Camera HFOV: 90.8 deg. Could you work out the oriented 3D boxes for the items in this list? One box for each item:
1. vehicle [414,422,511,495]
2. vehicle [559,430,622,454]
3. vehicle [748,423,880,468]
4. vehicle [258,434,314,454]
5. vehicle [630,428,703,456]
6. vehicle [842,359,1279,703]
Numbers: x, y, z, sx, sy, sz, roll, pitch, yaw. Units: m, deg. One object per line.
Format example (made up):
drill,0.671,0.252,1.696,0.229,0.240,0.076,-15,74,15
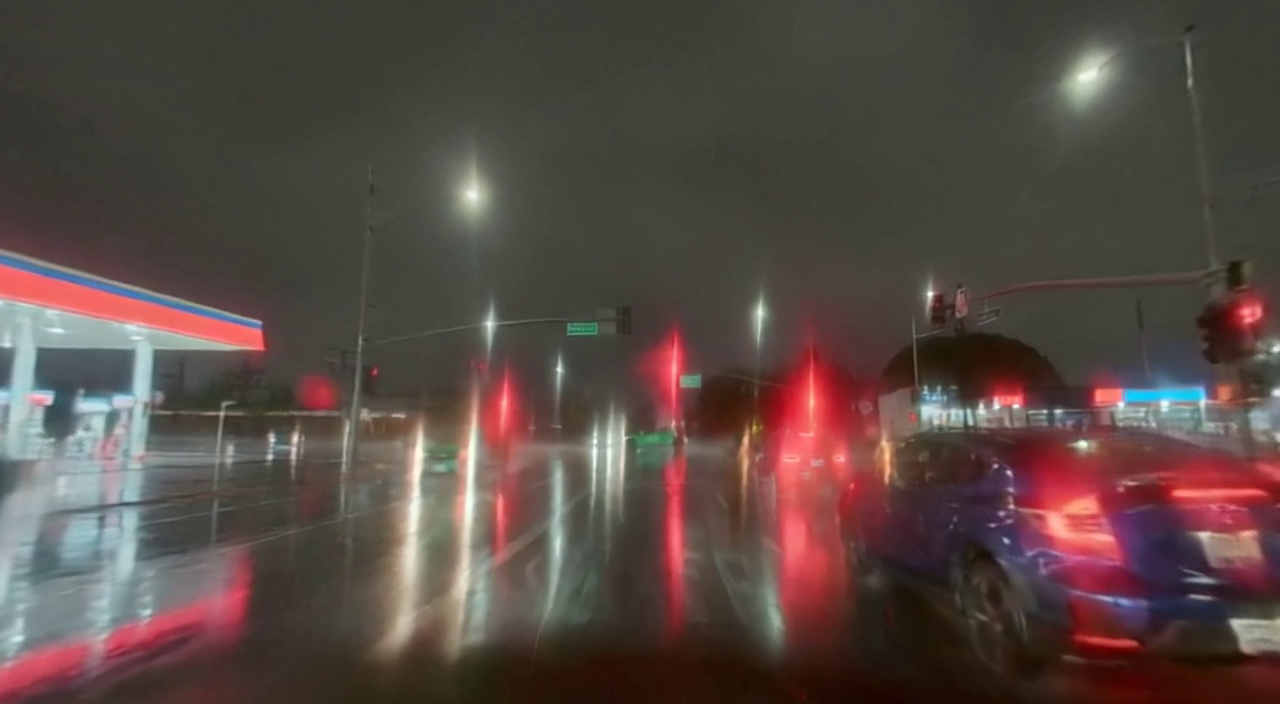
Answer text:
vehicle,-4.711,2.879,17.392,2.196,1.696,4.484,1,-9,-12
vehicle,-3.749,6.847,47.733,4.433,1.717,1.839,-5,-10,29
vehicle,7.430,4.026,27.146,5.107,1.775,1.992,-5,-10,28
vehicle,-27.472,7.174,48.970,4.670,1.458,1.959,-6,-10,35
vehicle,1.666,5.809,40.693,4.311,1.742,1.864,-5,-10,28
vehicle,2.990,1.085,3.966,1.995,1.525,4.392,0,-8,0
